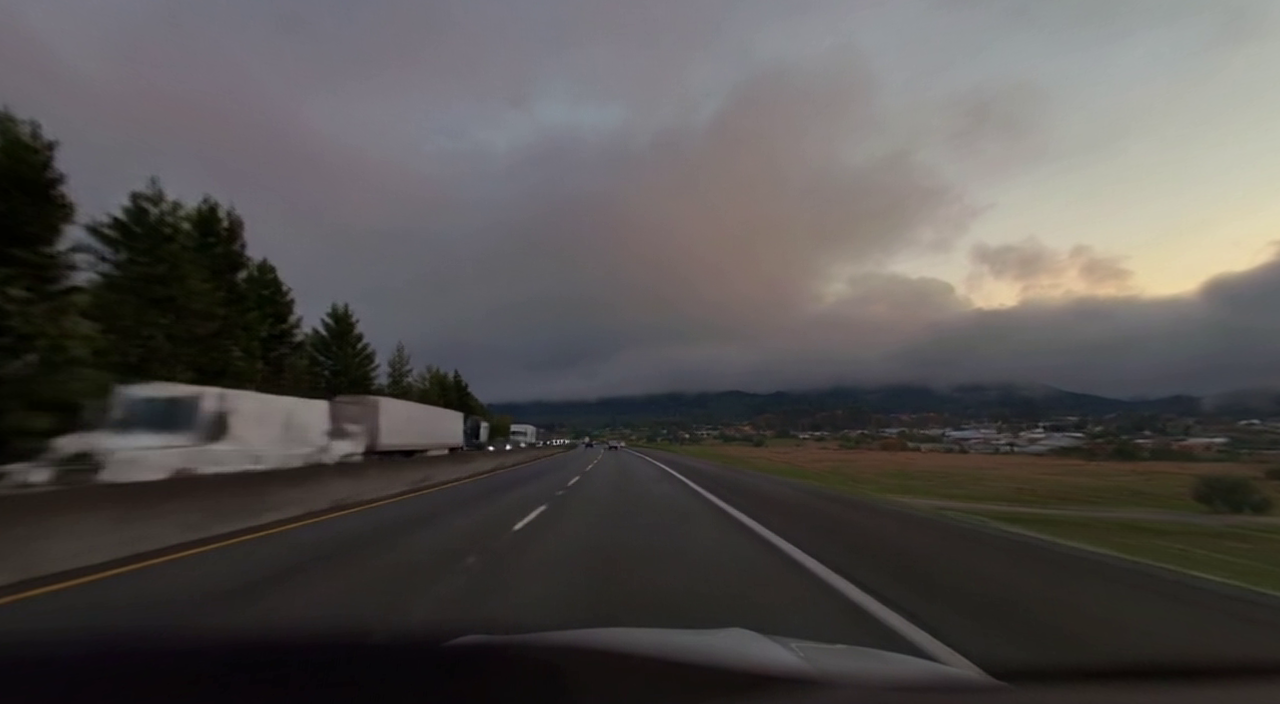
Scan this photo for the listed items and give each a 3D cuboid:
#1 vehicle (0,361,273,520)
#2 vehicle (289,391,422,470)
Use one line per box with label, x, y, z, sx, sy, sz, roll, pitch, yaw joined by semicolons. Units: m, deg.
vehicle;-11.550;1.998;14.314;2.498;2.794;6.249;0;-8;1
vehicle;-15.162;4.384;34.641;3.053;3.708;9.501;0;-8;-2
